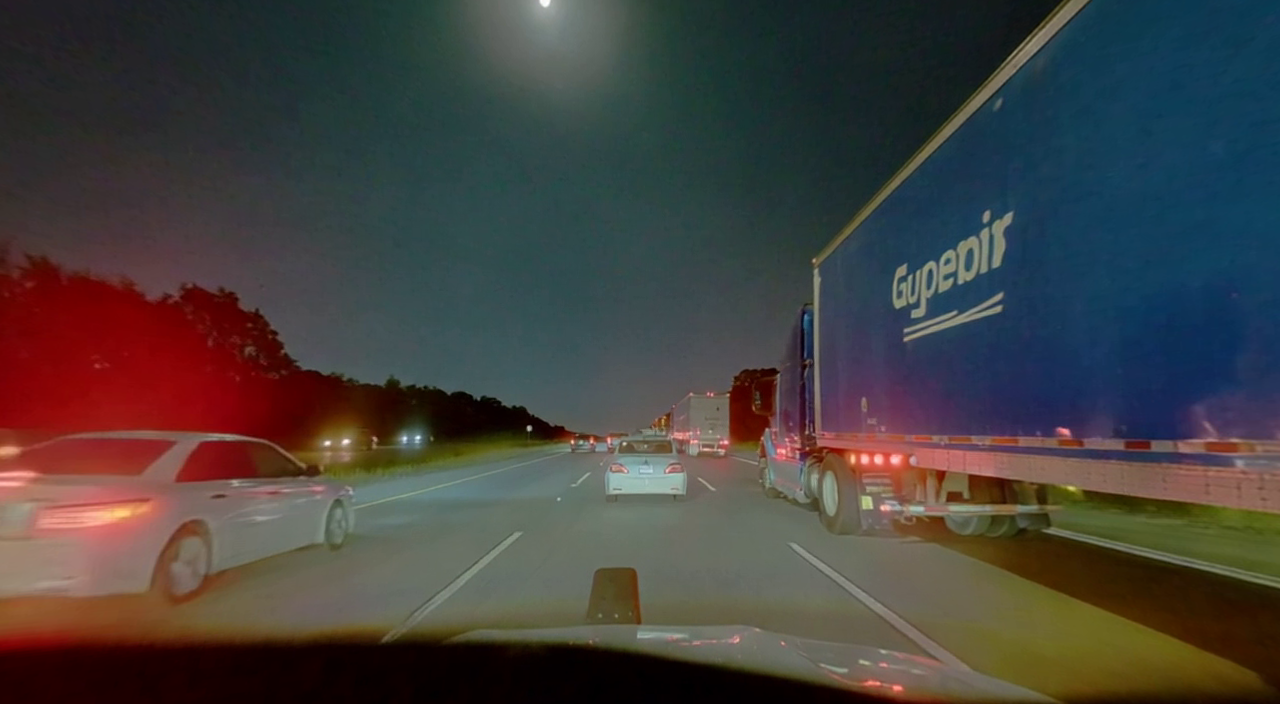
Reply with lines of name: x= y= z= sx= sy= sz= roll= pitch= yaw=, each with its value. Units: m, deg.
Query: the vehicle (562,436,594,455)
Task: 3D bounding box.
vehicle: x=-4.801 y=7.283 z=49.296 sx=1.983 sy=1.434 sz=4.451 roll=0 pitch=-8 yaw=1

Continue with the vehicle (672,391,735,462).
vehicle: x=4.006 y=5.170 z=43.151 sx=2.869 sy=4.067 sz=13.731 roll=0 pitch=-8 yaw=0

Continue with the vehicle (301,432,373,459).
vehicle: x=-17.876 y=5.524 z=37.416 sx=1.967 sy=1.497 sz=4.486 roll=0 pitch=-8 yaw=2

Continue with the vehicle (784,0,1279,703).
vehicle: x=4.173 y=-0.014 z=4.748 sx=2.816 sy=4.070 sz=14.136 roll=0 pitch=-8 yaw=0

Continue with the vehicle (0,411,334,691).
vehicle: x=-4.368 y=1.210 z=4.589 sx=2.048 sy=1.452 sz=4.430 roll=0 pitch=-8 yaw=0

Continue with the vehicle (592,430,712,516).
vehicle: x=0.191 y=2.277 z=12.455 sx=2.021 sy=1.435 sz=3.611 roll=0 pitch=-8 yaw=0
